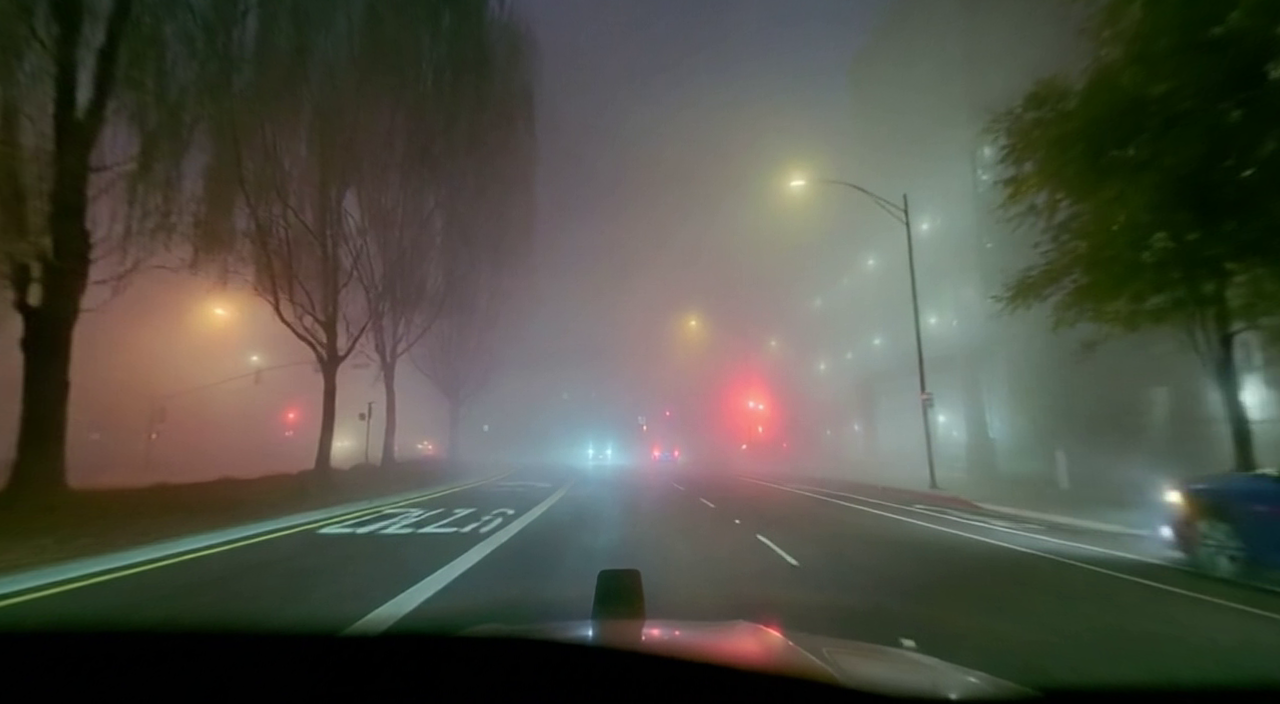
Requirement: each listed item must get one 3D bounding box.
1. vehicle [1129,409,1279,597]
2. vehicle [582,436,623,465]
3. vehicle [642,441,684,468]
[{"bbox_3d":[6.659,1.216,4.760,2.042,1.635,4.858,0,-9,0],"label":"vehicle"},{"bbox_3d":[-2.447,6.274,40.156,2.317,1.713,4.231,1,-9,-7],"label":"vehicle"},{"bbox_3d":[1.325,6.201,38.325,1.918,1.479,4.468,1,-9,-5],"label":"vehicle"}]
